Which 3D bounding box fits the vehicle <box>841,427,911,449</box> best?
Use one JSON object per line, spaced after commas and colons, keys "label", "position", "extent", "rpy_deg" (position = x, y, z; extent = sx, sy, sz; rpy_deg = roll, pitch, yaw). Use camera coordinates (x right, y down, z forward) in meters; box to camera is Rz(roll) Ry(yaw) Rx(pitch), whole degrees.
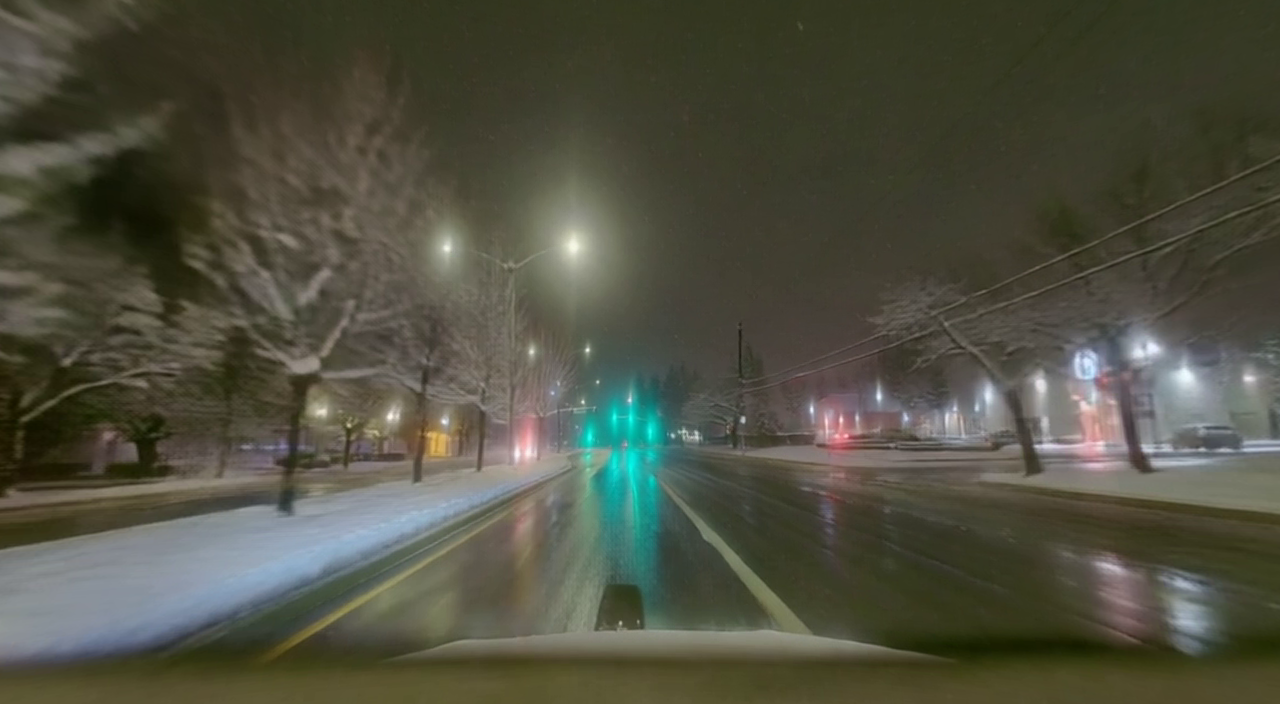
{"label": "vehicle", "position": [18.500, 6.756, 49.692], "extent": [4.688, 1.658, 1.950], "rpy_deg": [0, -8, -2]}

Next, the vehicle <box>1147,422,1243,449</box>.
{"label": "vehicle", "position": [34.986, 5.322, 40.017], "extent": [1.886, 1.548, 4.605], "rpy_deg": [0, -9, -1]}
